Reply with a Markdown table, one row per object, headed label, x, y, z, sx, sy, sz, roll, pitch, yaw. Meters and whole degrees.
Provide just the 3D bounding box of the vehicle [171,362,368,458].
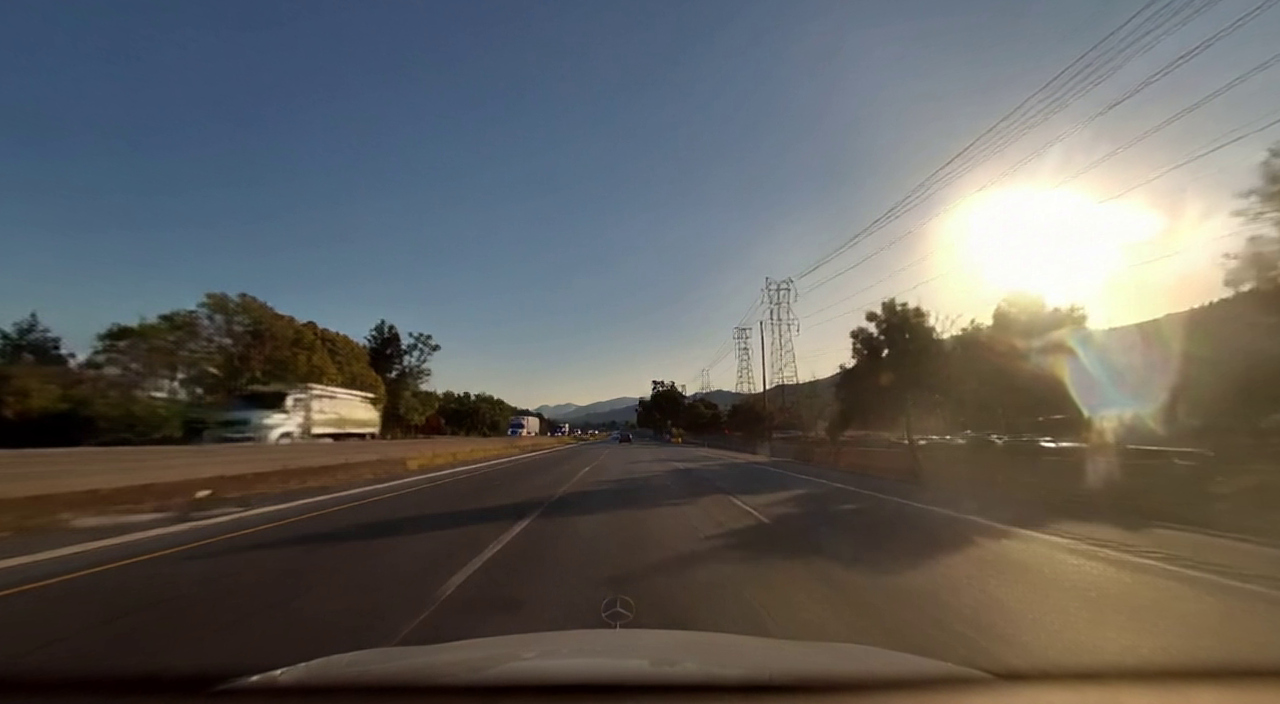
| label | x | y | z | sx | sy | sz | roll | pitch | yaw |
| --- | --- | --- | --- | --- | --- | --- | --- | --- | --- |
| vehicle | -12.834 | 2.241 | 22.818 | 2.850 | 2.925 | 7.109 | 0 | -8 | -1 |
